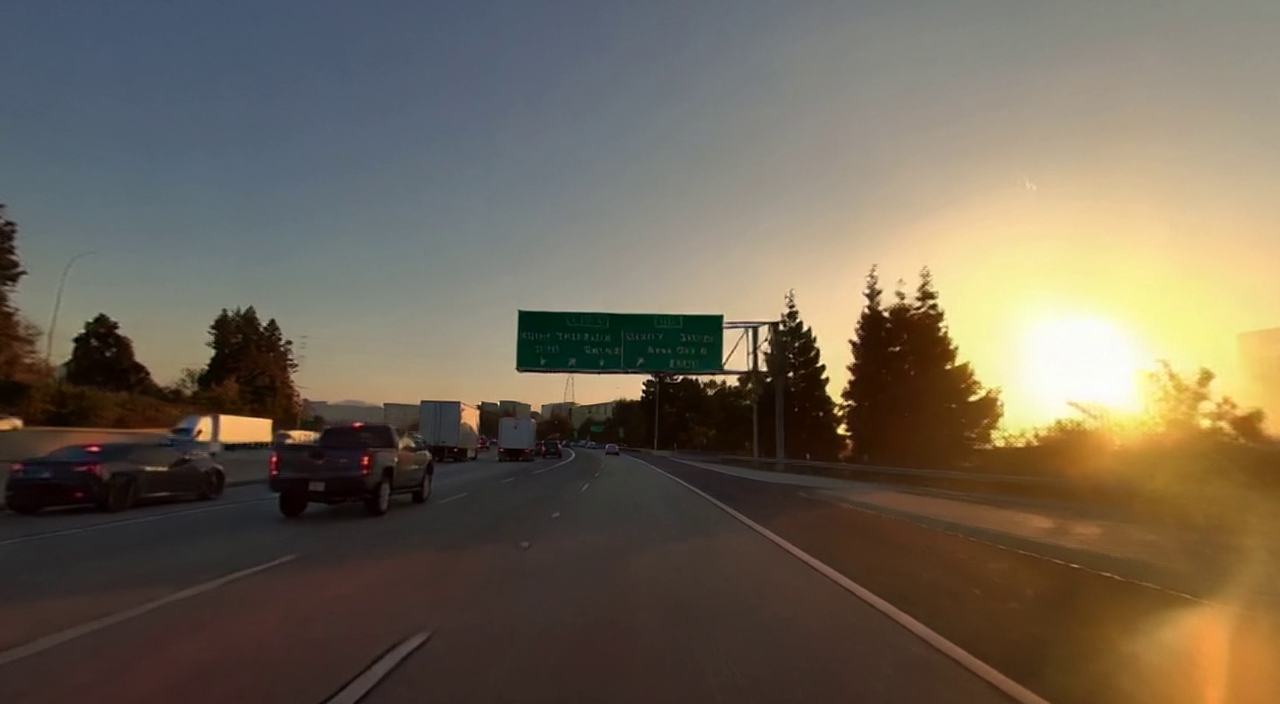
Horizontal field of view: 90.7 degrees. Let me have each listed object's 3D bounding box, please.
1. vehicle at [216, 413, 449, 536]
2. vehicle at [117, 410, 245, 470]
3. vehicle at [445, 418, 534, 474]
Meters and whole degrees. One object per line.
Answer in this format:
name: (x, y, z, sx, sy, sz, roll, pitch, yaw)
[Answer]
vehicle: (-5.318, 2.192, 12.013, 2.093, 1.785, 5.303, 0, -8, -4)
vehicle: (-28.539, 5.595, 39.907, 2.846, 3.386, 7.392, 1, -9, -4)
vehicle: (-8.423, 5.592, 37.676, 3.270, 2.674, 14.547, 1, -8, -6)
